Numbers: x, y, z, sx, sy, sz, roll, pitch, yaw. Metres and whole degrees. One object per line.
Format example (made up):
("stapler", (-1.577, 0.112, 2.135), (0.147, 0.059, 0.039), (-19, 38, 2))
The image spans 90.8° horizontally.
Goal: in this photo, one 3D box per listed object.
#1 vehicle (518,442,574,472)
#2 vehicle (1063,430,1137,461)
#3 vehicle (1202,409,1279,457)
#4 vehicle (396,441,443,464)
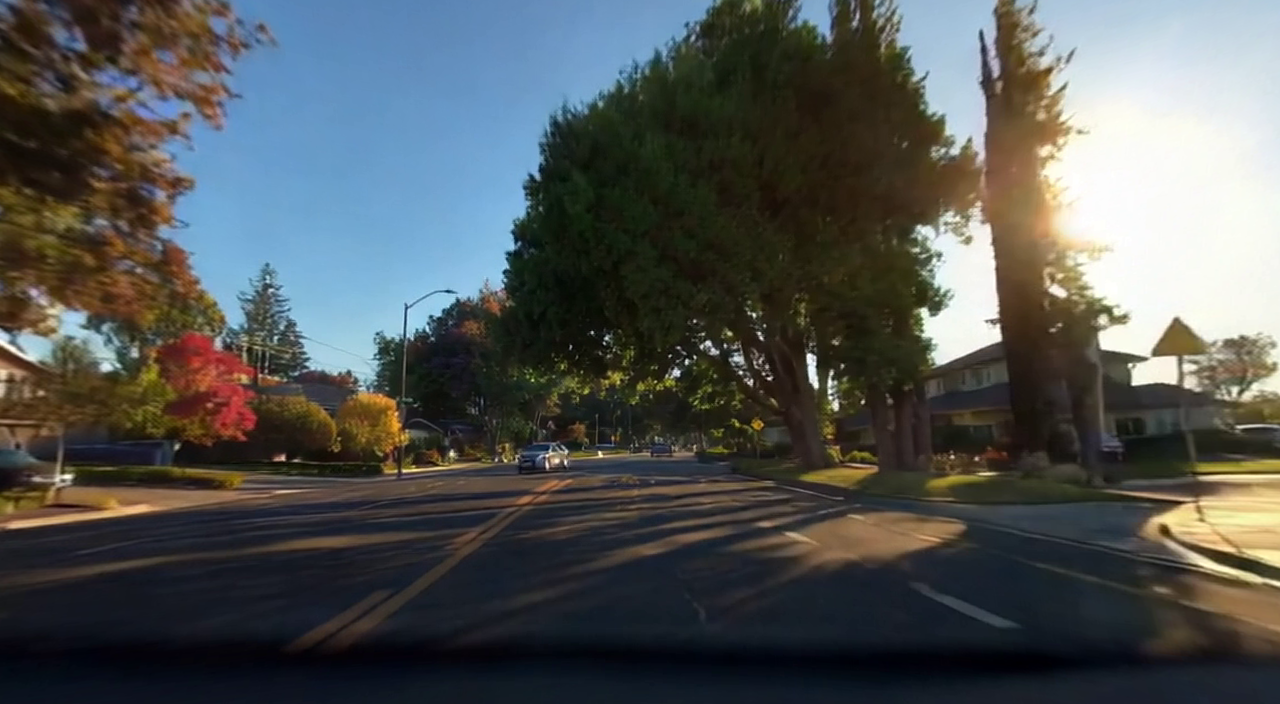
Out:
("vehicle", (-5.020, 5.694, 34.492), (2.088, 1.490, 4.524), (-1, -8, 4))
("vehicle", (25.528, 5.232, 35.271), (2.000, 1.594, 4.976), (-4, -9, 21))
("vehicle", (34.032, 4.482, 34.483), (2.411, 2.381, 6.645), (-3, -9, 19))
("vehicle", (-17.375, 7.920, 49.801), (2.838, 1.748, 1.892), (-1, -8, 7))
